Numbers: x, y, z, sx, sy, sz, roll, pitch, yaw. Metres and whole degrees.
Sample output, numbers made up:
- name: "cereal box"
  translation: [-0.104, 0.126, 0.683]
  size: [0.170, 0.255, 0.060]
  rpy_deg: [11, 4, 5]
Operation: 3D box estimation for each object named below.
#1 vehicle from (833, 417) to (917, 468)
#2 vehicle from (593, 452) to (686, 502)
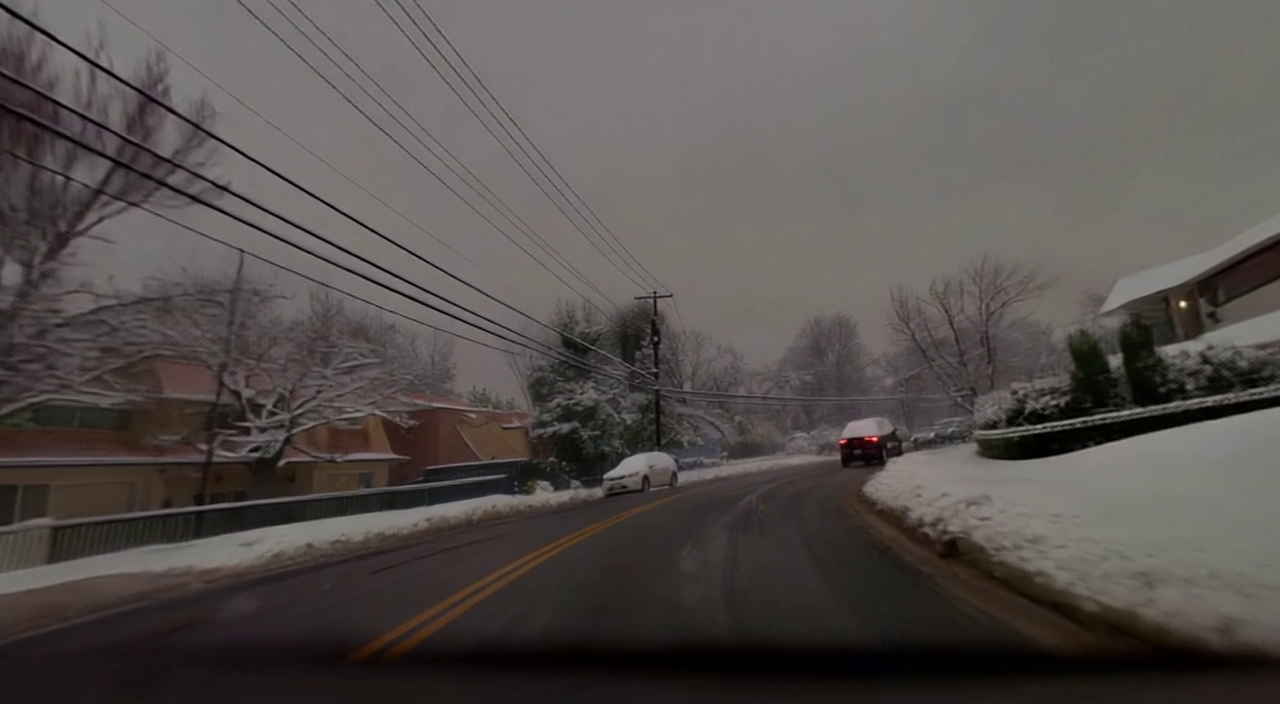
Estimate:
- name: "vehicle"
  translation: [10.290, 3.947, 27.473]
  size: [2.086, 1.974, 4.890]
  rpy_deg: [-6, -10, 35]
- name: "vehicle"
  translation: [0.078, 5.386, 27.801]
  size: [2.039, 1.949, 4.511]
  rpy_deg: [-5, -10, 30]
